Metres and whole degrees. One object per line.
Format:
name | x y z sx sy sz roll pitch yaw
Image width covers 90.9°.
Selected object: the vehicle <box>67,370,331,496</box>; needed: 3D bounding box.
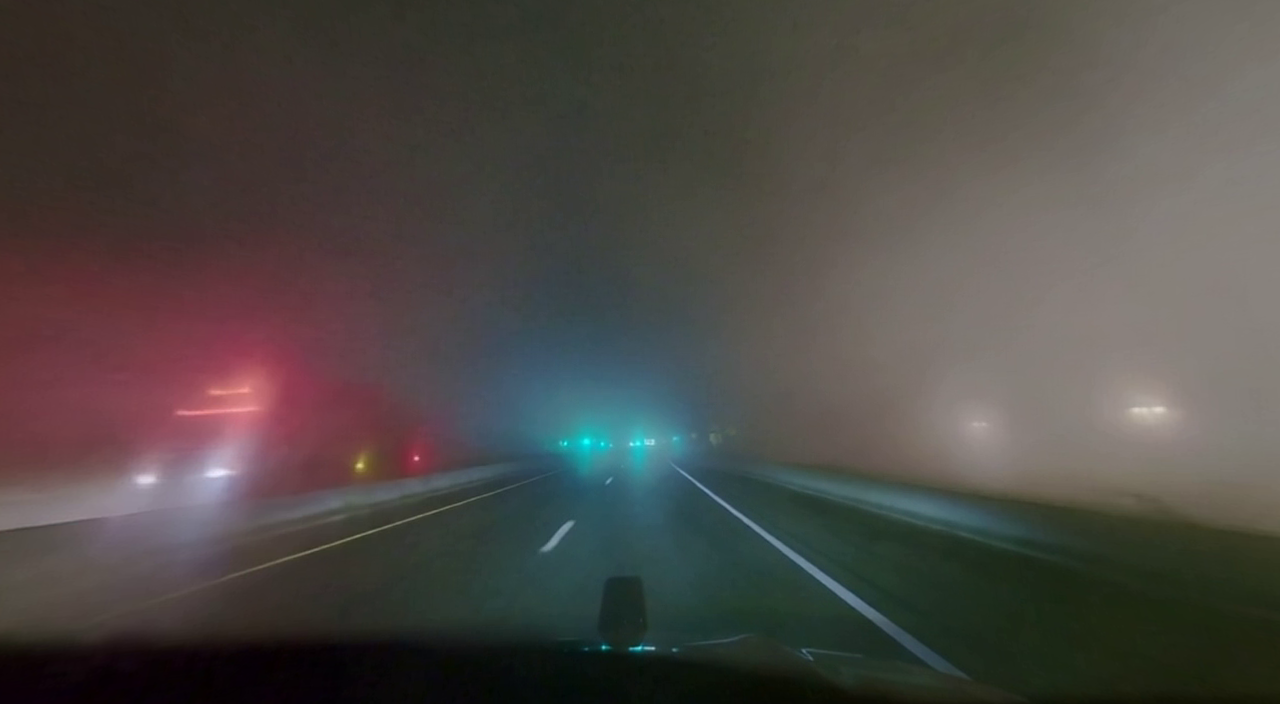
vehicle | -16.285 3.245 24.771 3.036 3.971 9.692 0 -8 2
